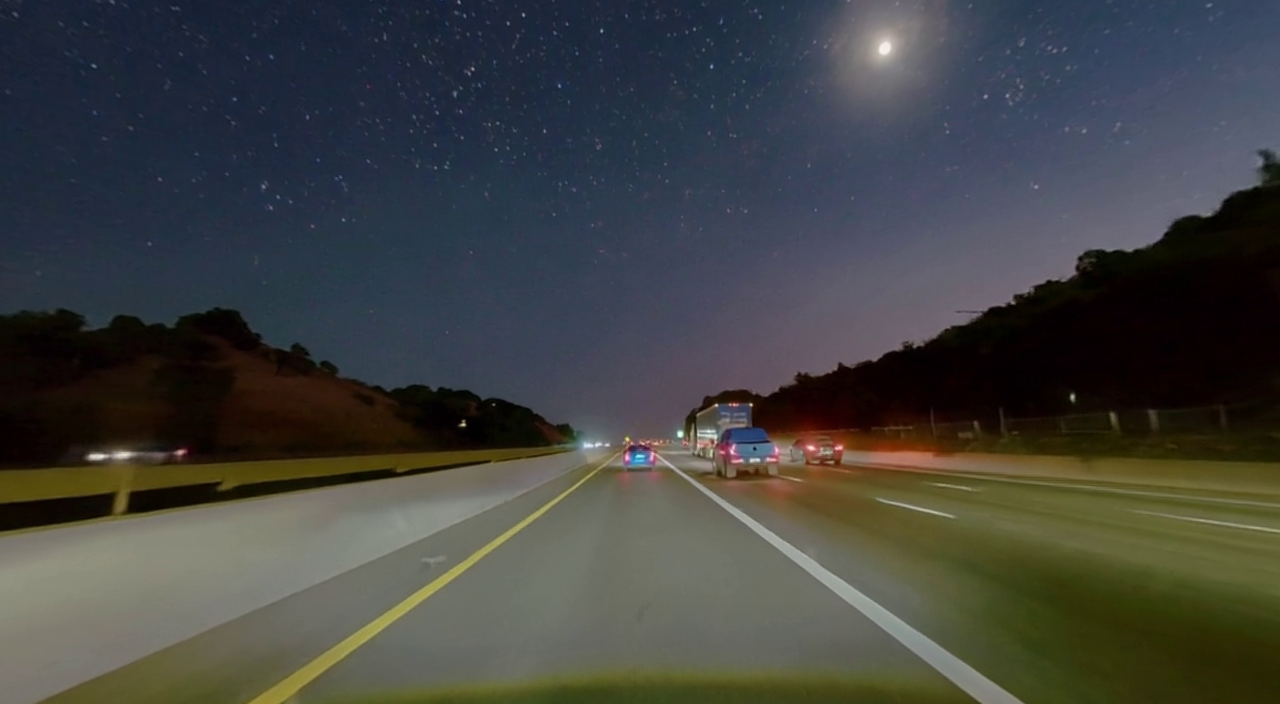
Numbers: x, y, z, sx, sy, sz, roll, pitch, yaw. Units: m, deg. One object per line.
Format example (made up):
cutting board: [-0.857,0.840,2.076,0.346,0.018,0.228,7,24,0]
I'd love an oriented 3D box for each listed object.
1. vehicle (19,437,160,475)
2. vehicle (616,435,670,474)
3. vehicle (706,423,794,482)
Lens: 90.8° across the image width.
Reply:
vehicle: [-27.993,5.306,32.472,2.099,1.730,5.722,0,-9,0]
vehicle: [0.082,4.286,26.521,2.083,1.477,3.965,0,-9,-1]
vehicle: [3.650,3.461,21.888,2.098,1.794,4.561,0,-9,-2]
